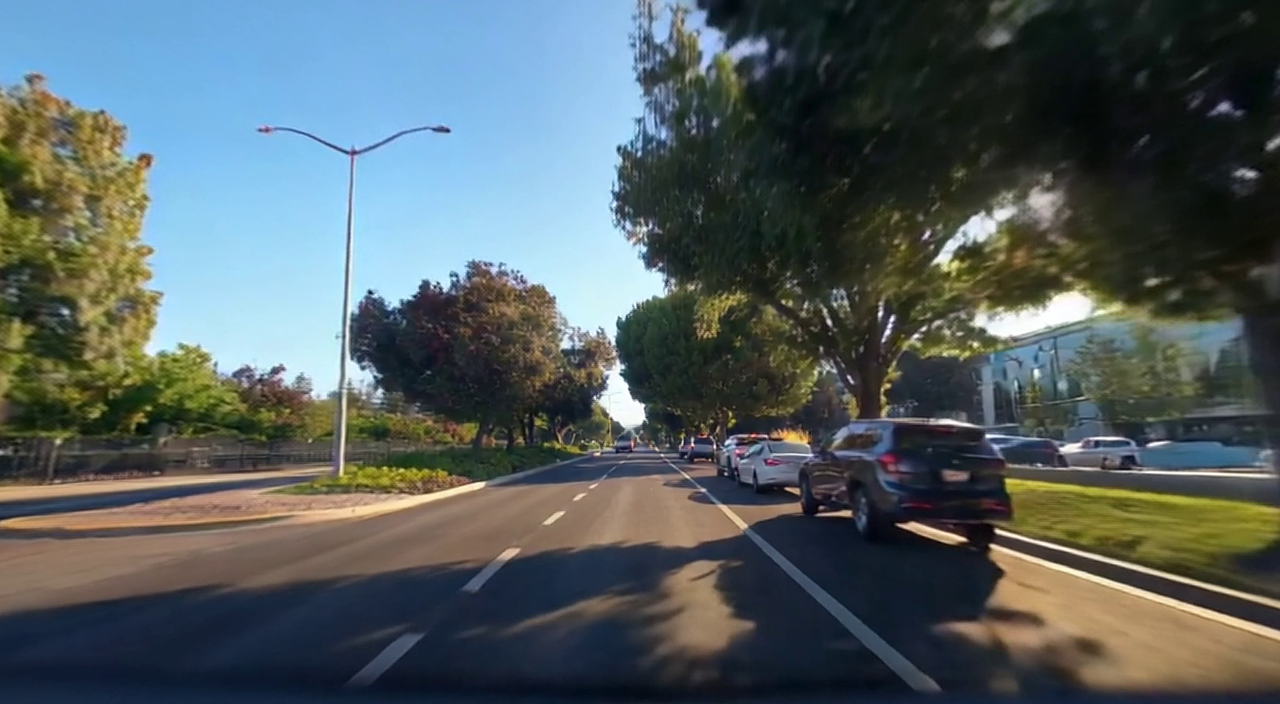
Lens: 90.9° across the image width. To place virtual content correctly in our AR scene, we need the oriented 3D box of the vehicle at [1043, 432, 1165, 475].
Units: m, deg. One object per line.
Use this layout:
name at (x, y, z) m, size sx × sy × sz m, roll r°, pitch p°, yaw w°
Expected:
vehicle at (19.632, 4.302, 26.959) m, size 2.008 × 1.582 × 4.329 m, roll -3°, pitch -8°, yaw 3°

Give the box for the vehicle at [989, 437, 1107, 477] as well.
vehicle at (17.052, 4.400, 26.724) m, size 2.036 × 1.508 × 4.679 m, roll 0°, pitch -8°, yaw 2°

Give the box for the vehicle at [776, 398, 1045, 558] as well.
vehicle at (3.620, 1.774, 9.521) m, size 2.144 × 1.848 × 4.159 m, roll 0°, pitch -8°, yaw -1°

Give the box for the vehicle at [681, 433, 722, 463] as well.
vehicle at (4.150, 6.563, 43.264) m, size 2.226 × 1.889 × 4.543 m, roll 0°, pitch -8°, yaw -1°
